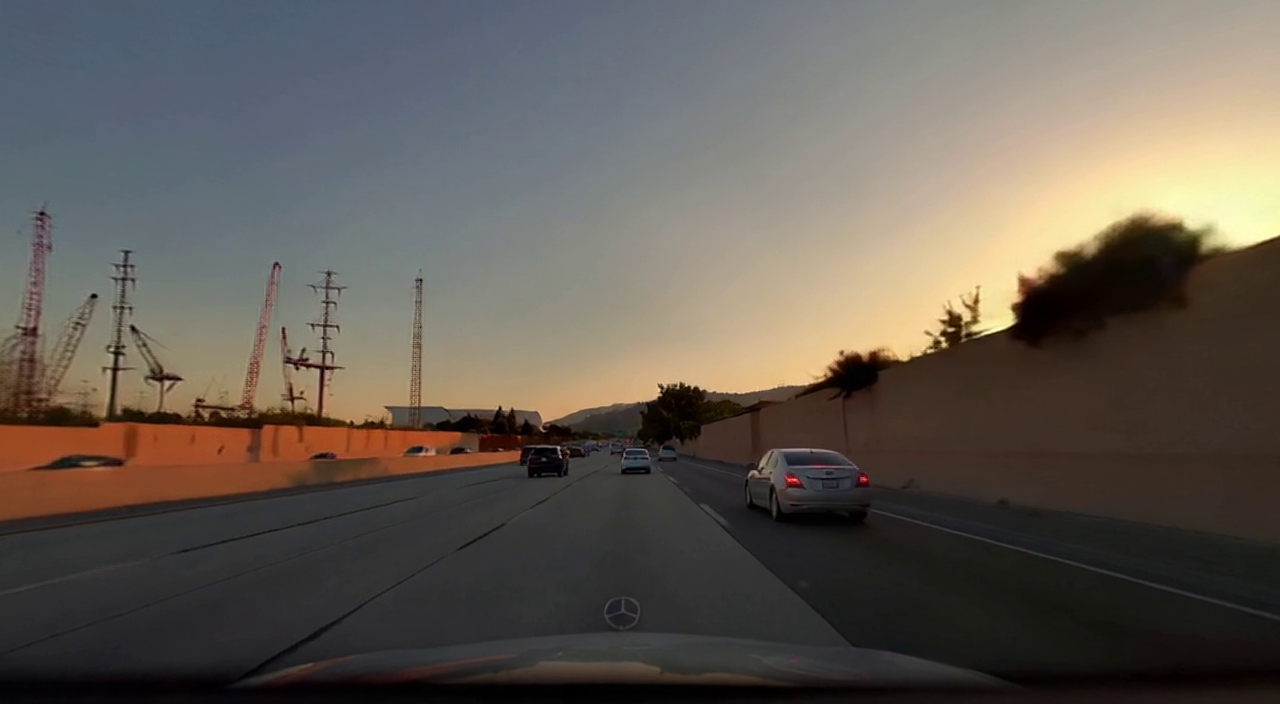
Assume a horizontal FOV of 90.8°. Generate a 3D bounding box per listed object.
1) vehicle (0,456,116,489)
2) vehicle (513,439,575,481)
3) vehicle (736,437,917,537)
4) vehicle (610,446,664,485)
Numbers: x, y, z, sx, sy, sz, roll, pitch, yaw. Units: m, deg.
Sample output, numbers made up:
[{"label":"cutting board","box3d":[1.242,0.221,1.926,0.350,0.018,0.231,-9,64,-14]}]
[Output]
[{"label":"vehicle","box3d":[-29.171,5.968,31.698,1.792,1.455,4.579,0,-9,0]},{"label":"vehicle","box3d":[-4.320,4.908,29.054,2.121,1.775,4.335,0,-9,1]},{"label":"vehicle","box3d":[3.211,2.408,12.006,1.917,1.507,4.540,0,-9,-2]},{"label":"vehicle","box3d":[-0.130,4.607,26.036,2.045,1.452,4.040,0,-9,-1]}]
